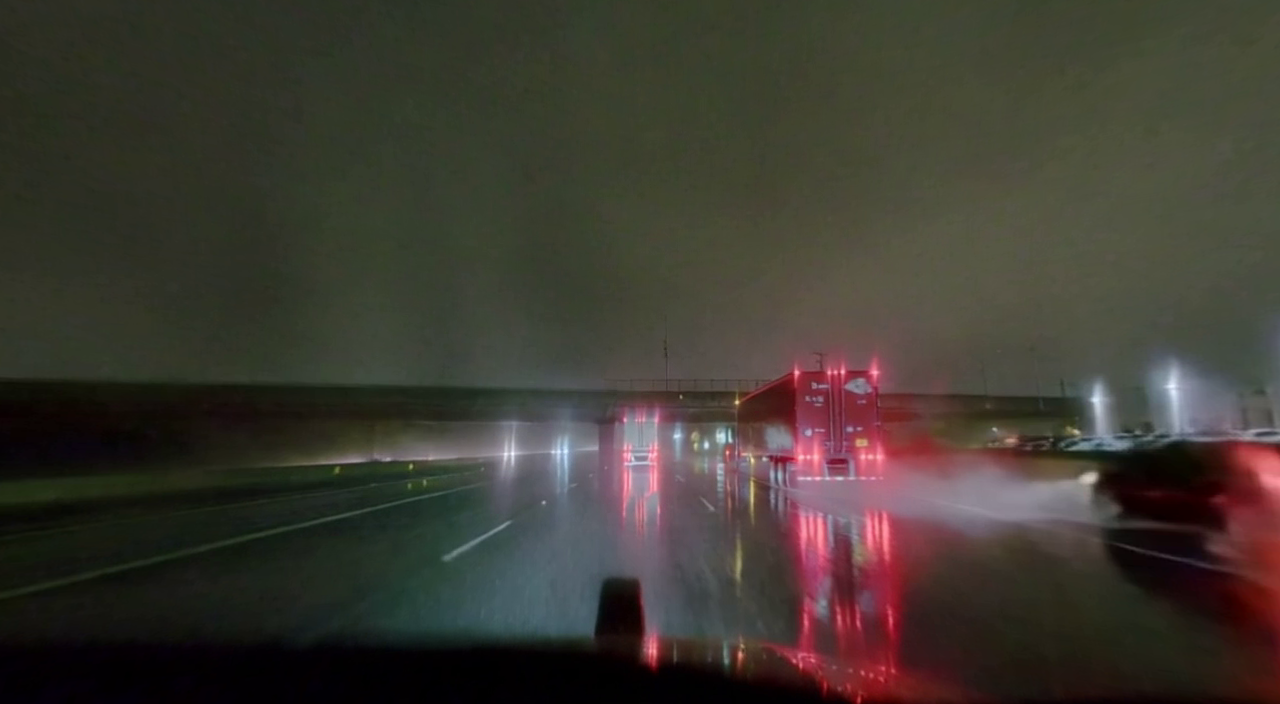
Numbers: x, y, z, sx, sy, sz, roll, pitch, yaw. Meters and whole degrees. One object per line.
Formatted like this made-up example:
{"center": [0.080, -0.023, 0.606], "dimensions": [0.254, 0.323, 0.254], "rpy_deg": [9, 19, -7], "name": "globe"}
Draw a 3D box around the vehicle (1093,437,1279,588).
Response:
{"center": [7.257, 1.720, 7.072], "dimensions": [1.660, 1.497, 3.594], "rpy_deg": [0, -9, 0], "name": "vehicle"}
